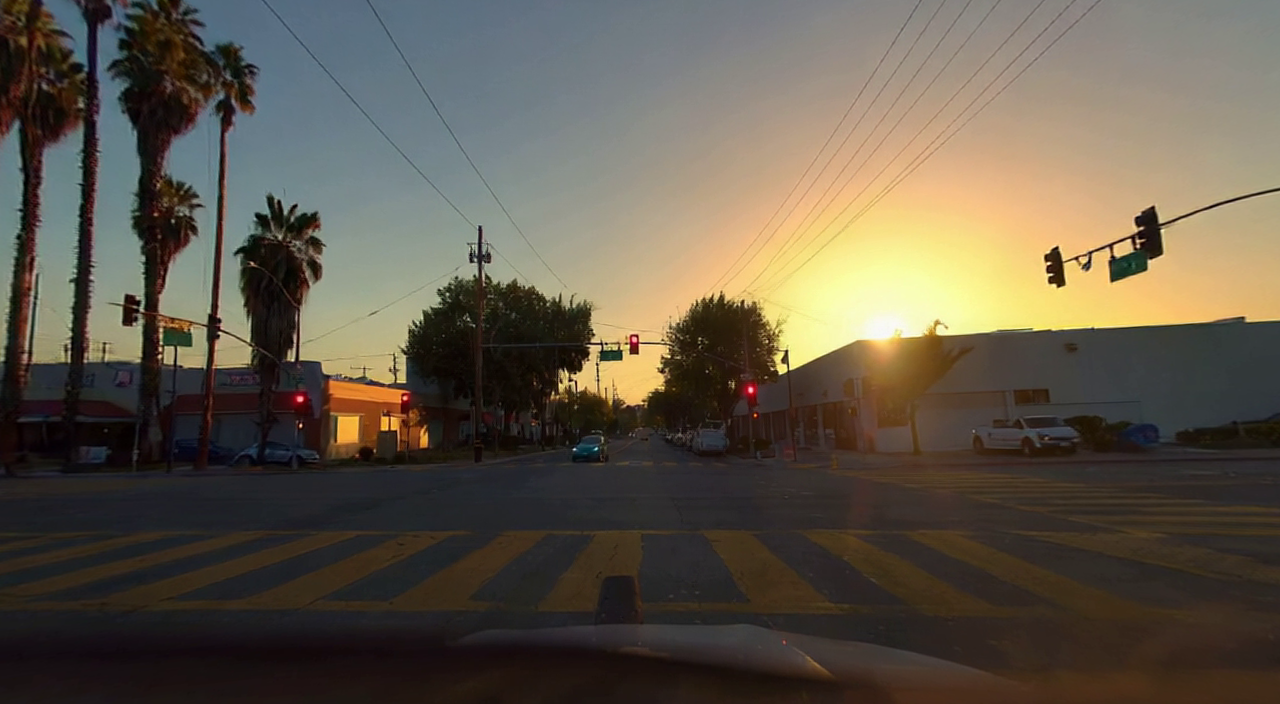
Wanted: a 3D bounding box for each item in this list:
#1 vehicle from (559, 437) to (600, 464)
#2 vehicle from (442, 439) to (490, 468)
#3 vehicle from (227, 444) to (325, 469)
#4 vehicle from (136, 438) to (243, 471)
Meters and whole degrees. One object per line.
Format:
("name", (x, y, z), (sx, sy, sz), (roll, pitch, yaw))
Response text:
("vehicle", (-3.541, 5.938, 38.115), (2.223, 1.490, 5.094), (0, -8, -3))
("vehicle", (-11.964, 6.988, 43.726), (2.016, 1.717, 4.287), (-2, -7, 1))
("vehicle", (-22.303, 6.418, 38.840), (4.849, 1.444, 1.881), (0, -8, 1))
("vehicle", (-25.913, 5.915, 36.456), (4.613, 1.820, 2.021), (-1, -9, 3))
